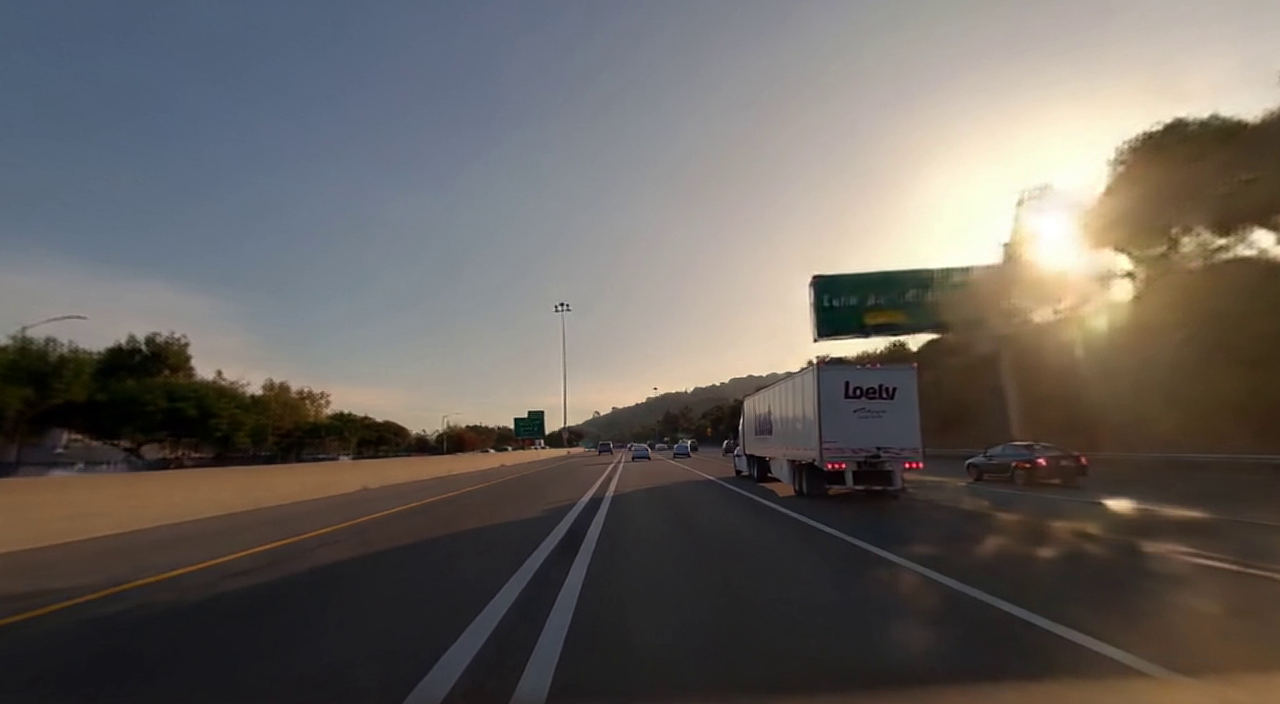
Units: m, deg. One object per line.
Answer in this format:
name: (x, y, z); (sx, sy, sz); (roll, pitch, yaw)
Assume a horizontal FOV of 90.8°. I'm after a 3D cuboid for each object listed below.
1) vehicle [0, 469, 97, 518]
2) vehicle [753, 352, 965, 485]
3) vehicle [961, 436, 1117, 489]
vehicle: (-22.294, 4.990, 22.418); (1.900, 1.486, 4.702); (0, -9, -1)
vehicle: (8.225, 3.267, 27.798); (2.892, 4.128, 16.495); (0, -9, -2)
vehicle: (12.240, 3.397, 19.802); (1.862, 1.462, 4.459); (0, -9, -2)
